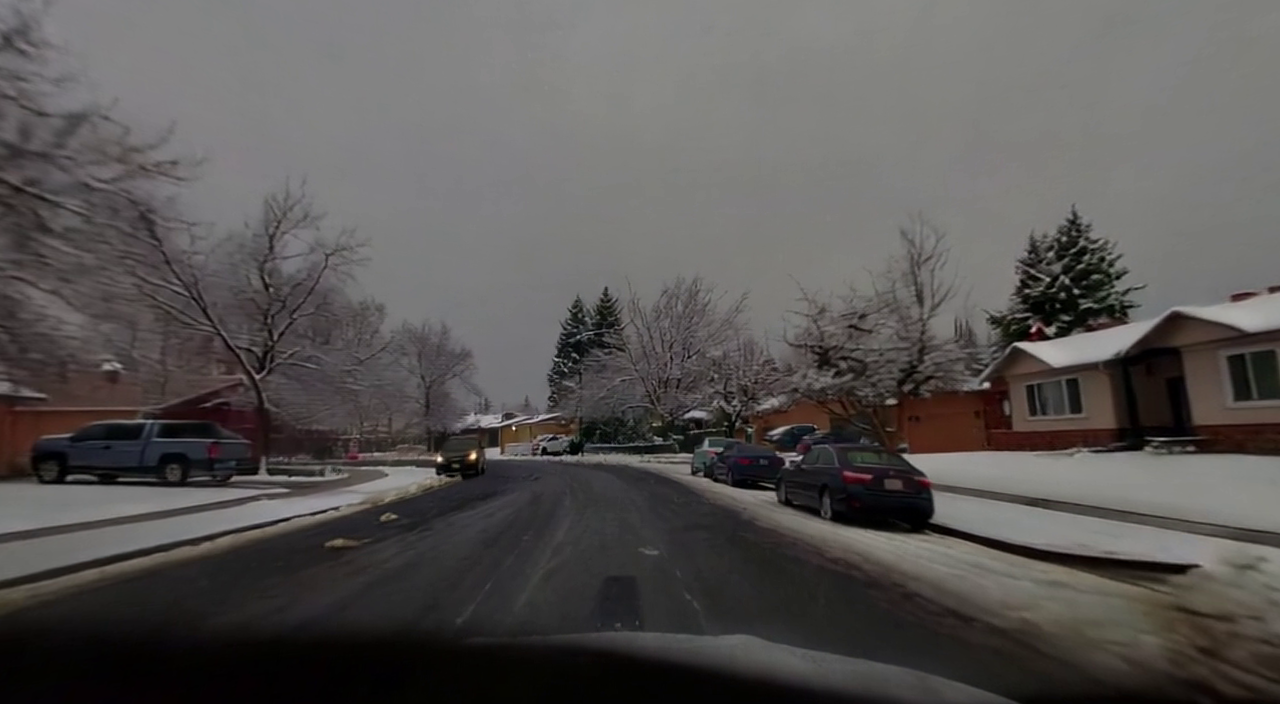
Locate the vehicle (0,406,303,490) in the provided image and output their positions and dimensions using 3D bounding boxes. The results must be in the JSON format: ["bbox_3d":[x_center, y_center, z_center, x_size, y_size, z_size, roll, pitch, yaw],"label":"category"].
[{"bbox_3d":[-12.980,2.580,17.394,6.197,1.824,2.113,0,-8,-17],"label":"vehicle"}]

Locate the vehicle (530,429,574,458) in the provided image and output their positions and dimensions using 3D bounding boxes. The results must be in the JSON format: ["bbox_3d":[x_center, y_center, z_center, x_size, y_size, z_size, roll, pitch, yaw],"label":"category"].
[{"bbox_3d":[-6.987,7.159,49.660,2.371,2.138,5.373,2,-8,-19],"label":"vehicle"}]

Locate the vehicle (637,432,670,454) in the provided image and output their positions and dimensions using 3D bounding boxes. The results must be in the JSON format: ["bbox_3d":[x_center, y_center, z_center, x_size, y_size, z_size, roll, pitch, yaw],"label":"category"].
[{"bbox_3d":[1.095,7.158,49.567,2.258,1.675,4.032,-1,-9,6],"label":"vehicle"}]

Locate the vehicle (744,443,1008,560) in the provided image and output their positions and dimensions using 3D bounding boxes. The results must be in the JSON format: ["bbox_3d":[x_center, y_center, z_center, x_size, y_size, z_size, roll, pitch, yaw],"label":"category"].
[{"bbox_3d":[3.459,2.258,10.532,1.984,1.437,4.726,1,-8,-9],"label":"vehicle"}]

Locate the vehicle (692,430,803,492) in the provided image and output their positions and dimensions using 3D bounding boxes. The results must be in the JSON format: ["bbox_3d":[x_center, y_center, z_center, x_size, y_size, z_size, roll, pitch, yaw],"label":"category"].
[{"bbox_3d":[3.248,3.394,20.175,1.993,1.720,4.583,2,-8,-11],"label":"vehicle"}]

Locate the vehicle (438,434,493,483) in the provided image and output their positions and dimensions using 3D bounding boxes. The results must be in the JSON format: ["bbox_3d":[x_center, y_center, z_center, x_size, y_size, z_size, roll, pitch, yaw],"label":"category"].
[{"bbox_3d":[-7.384,4.431,26.801,1.976,1.855,4.299,2,-8,-15],"label":"vehicle"}]
